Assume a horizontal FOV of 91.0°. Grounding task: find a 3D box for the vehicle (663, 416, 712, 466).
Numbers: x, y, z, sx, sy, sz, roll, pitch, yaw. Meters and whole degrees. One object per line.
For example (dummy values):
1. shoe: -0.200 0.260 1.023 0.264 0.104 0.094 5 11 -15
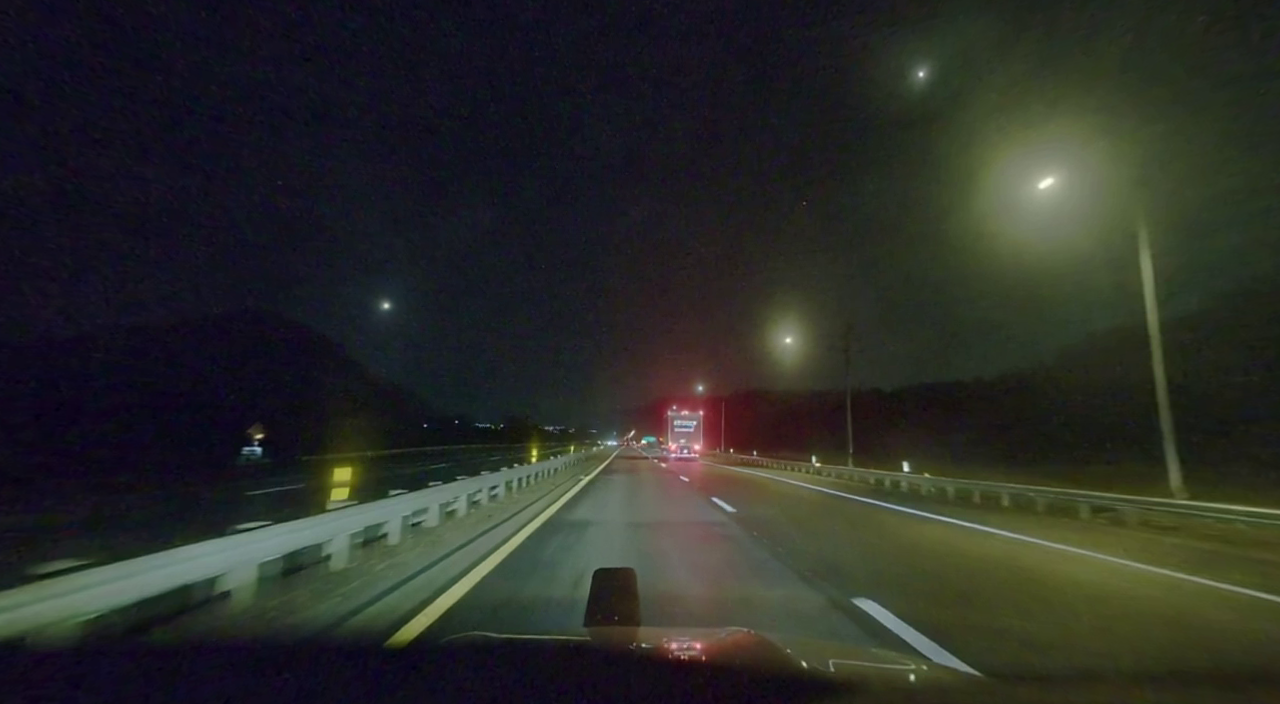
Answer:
1. vehicle: 3.194 6.231 44.299 2.702 3.193 7.196 0 -8 -1
